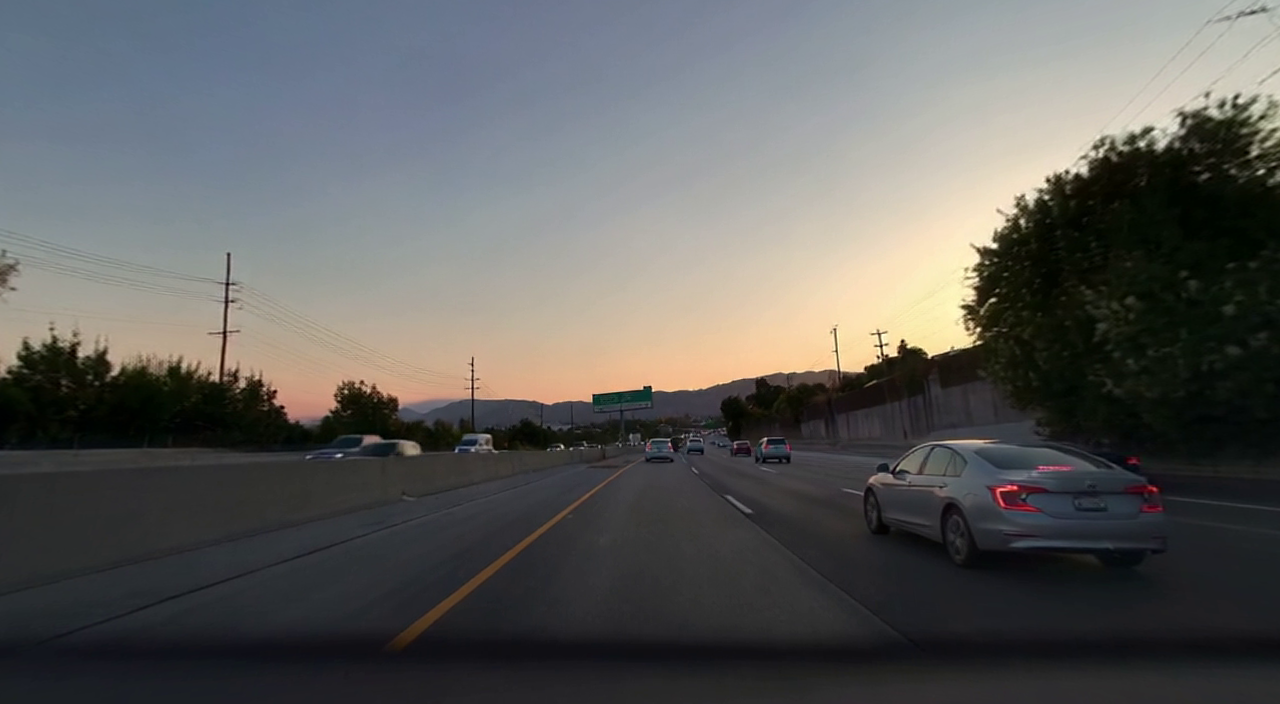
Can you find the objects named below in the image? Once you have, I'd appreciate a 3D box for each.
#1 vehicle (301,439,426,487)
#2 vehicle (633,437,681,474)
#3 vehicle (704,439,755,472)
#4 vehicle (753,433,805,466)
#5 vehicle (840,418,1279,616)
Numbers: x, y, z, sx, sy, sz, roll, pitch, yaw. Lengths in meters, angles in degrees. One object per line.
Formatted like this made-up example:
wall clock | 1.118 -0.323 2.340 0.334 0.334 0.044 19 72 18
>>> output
vehicle | -9.587 3.863 22.409 2.108 1.501 4.726 0 -8 3
vehicle | 0.741 4.728 28.968 2.042 1.581 3.769 0 -8 0
vehicle | 4.267 5.023 30.746 1.936 1.465 4.060 0 -8 1
vehicle | 8.145 5.734 37.341 2.041 1.821 4.562 0 -8 0
vehicle | 3.959 1.571 7.024 1.986 1.478 4.429 0 -8 0
